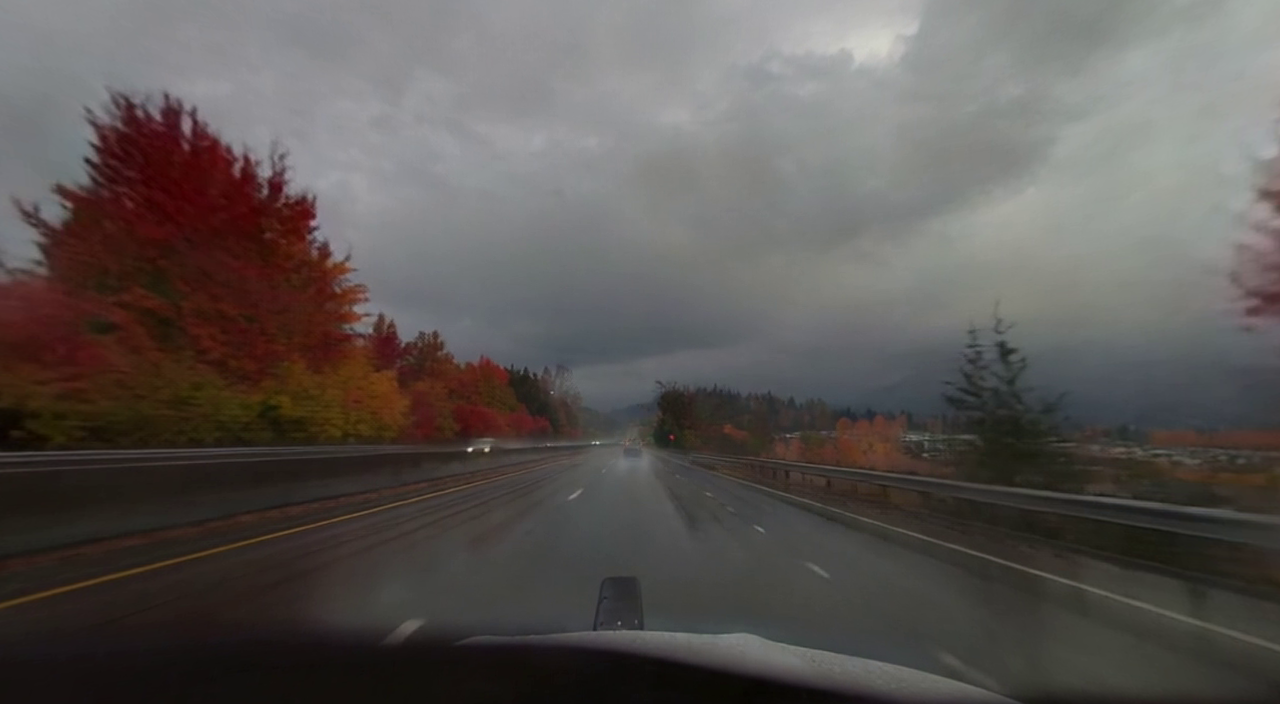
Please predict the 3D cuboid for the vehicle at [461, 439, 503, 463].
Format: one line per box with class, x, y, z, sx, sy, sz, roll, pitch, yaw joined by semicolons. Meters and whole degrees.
vehicle;-10.898;6.881;43.572;1.868;1.555;4.174;0;-9;0
